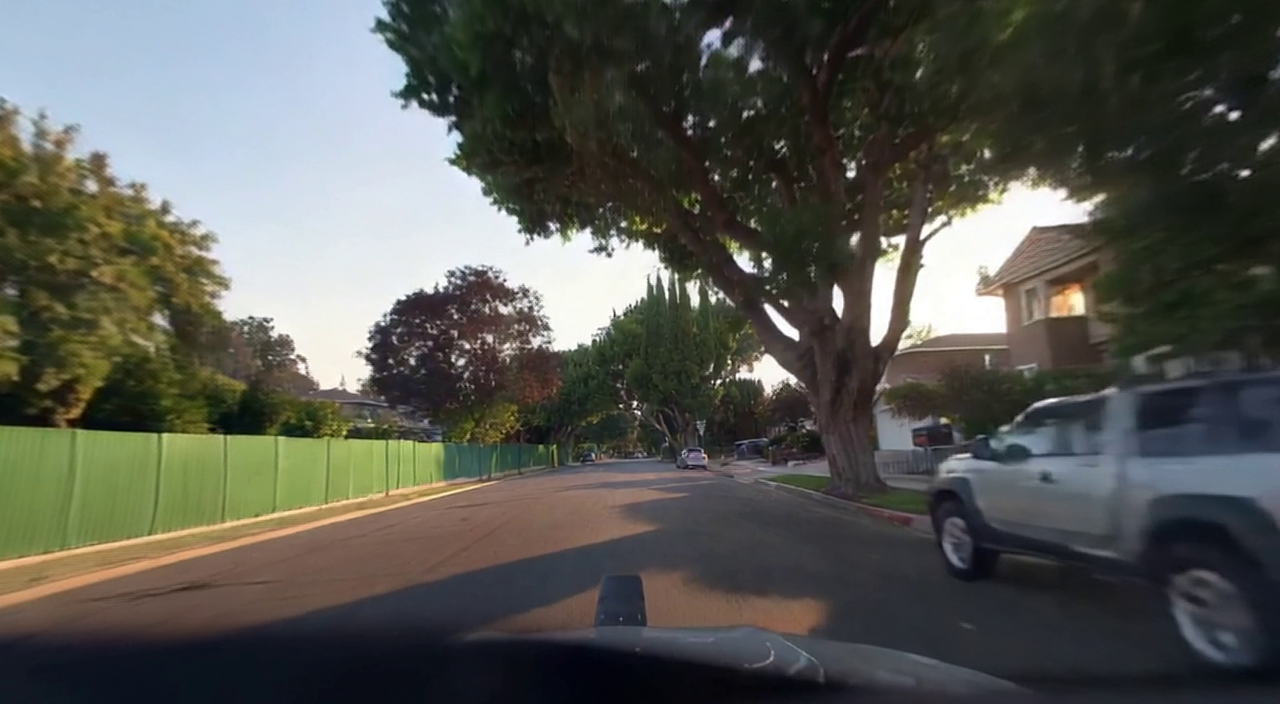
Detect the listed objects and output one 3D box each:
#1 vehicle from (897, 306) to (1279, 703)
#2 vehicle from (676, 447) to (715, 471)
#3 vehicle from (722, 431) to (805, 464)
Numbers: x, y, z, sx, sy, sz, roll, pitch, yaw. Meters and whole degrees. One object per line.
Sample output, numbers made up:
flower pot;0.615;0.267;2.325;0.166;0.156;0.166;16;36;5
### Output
vehicle;4.094;1.086;5.052;2.220;2.045;4.139;0;-8;-1
vehicle;3.776;7.393;43.899;2.051;1.524;5.047;0;-8;-2
vehicle;9.689;7.573;49.920;5.935;1.911;2.236;-6;-9;0
